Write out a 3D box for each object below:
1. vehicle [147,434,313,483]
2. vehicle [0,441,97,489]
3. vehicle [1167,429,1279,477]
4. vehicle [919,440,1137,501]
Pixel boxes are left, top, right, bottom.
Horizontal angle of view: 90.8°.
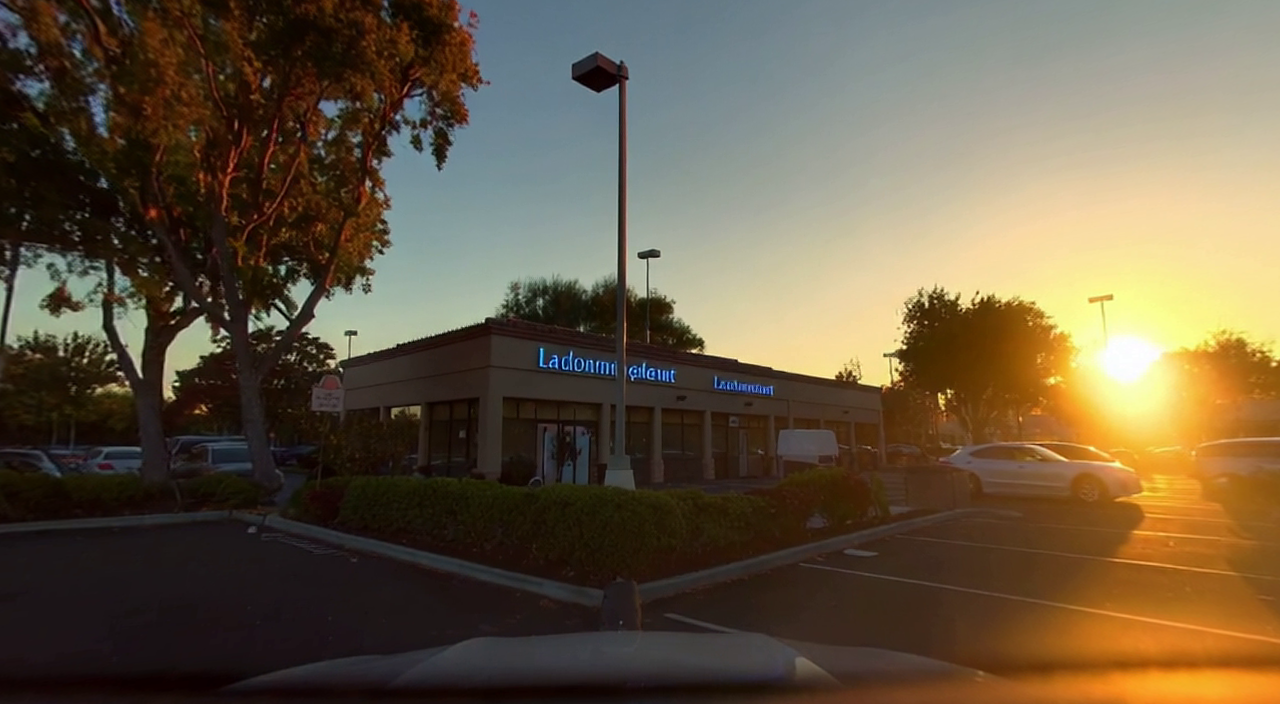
[{"bbox_3d":[-15.192,3.918,23.636,1.921,1.632,4.752,-8,-11,42],"label":"vehicle"},{"bbox_3d":[-19.414,3.447,19.245,1.790,1.396,4.000,-10,-13,40],"label":"vehicle"},{"bbox_3d":[23.442,3.813,24.005,4.939,1.664,2.055,-10,-10,42],"label":"vehicle"},{"bbox_3d":[10.640,3.217,17.607,4.772,1.441,1.976,-8,-12,42],"label":"vehicle"}]
